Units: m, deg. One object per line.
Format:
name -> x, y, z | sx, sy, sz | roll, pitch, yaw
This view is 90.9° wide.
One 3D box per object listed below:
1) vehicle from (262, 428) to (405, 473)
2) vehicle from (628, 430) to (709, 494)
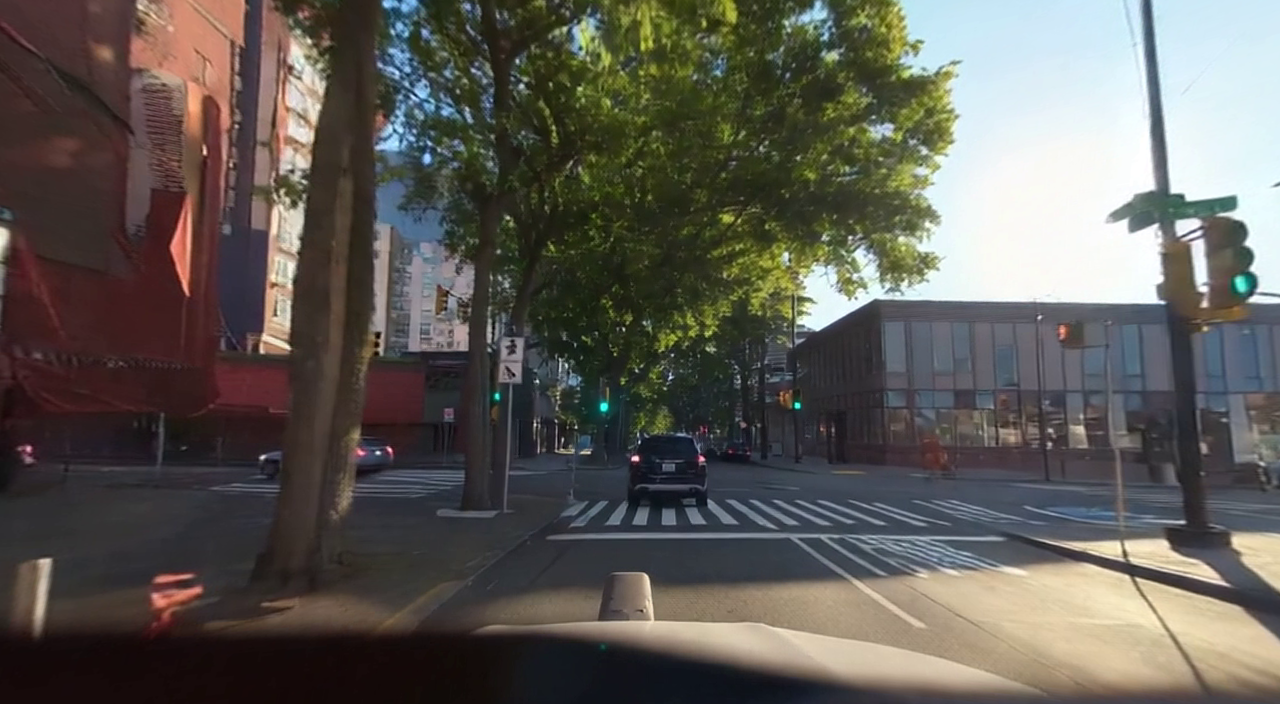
vehicle -> -11.249, 3.614, 23.245 | 4.282, 1.519, 2.077 | -2, -9, 12
vehicle -> 0.774, 3.098, 18.094 | 2.079, 1.621, 3.861 | 0, -8, 2
